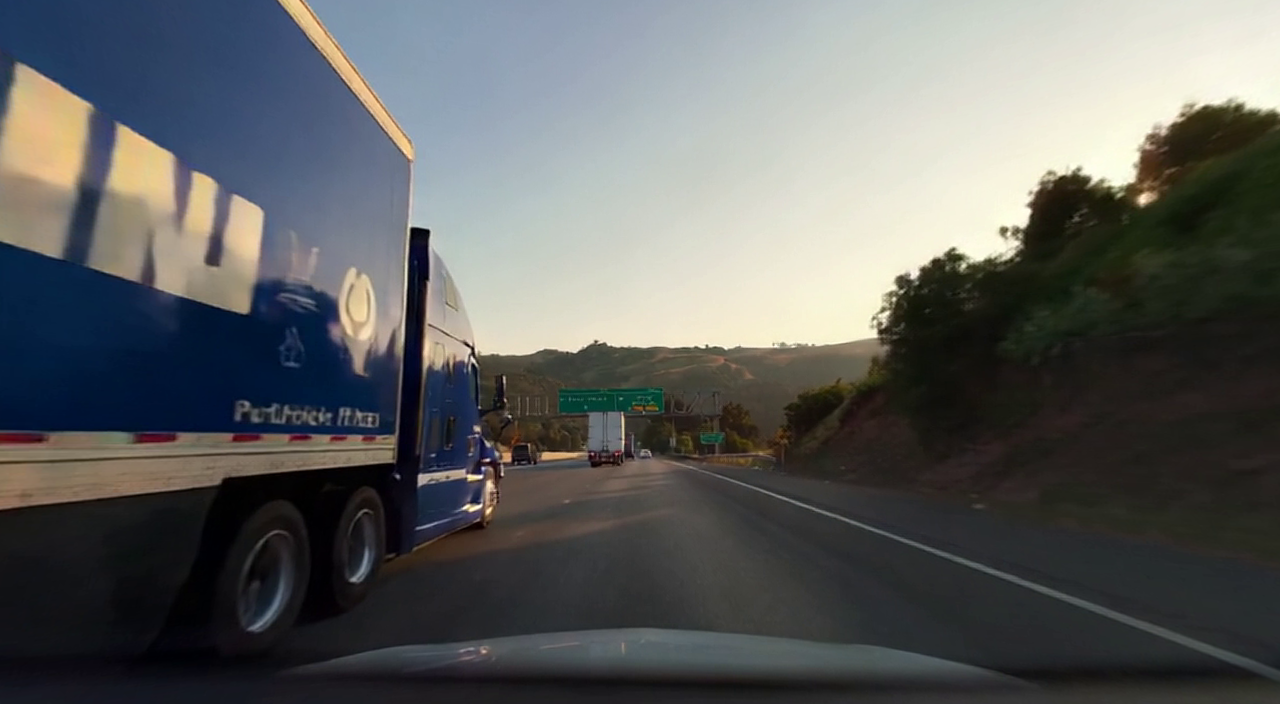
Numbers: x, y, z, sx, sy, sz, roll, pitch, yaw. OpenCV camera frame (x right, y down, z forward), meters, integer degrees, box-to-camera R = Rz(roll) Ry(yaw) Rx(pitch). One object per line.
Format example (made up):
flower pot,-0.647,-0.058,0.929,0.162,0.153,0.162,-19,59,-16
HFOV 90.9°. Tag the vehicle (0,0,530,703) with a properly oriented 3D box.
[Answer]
vehicle,-3.214,0.252,5.968,2.958,4.002,7.575,0,-8,0
